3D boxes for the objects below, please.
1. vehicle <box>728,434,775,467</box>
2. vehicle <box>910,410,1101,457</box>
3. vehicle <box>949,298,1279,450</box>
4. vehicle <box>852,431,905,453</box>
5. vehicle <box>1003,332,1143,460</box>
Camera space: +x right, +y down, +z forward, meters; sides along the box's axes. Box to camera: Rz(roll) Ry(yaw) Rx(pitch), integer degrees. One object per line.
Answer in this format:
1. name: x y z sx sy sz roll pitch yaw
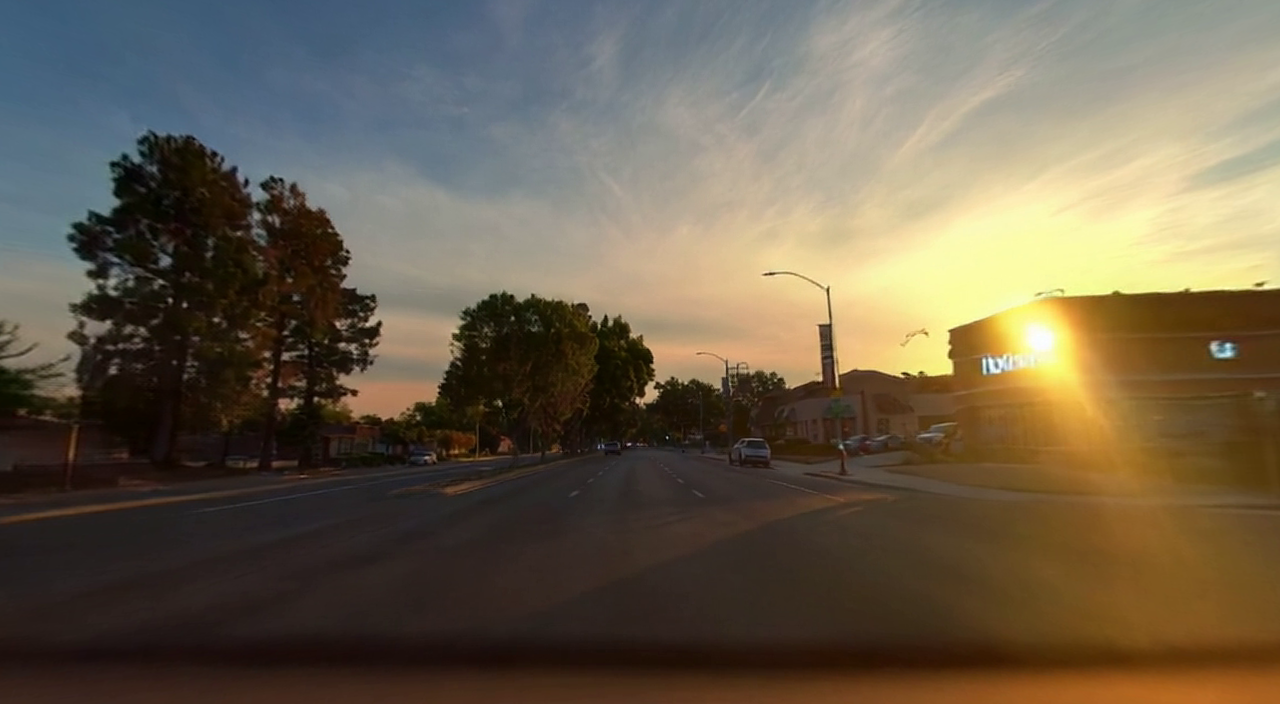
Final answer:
1. vehicle: 6.839 6.105 39.164 1.954 1.907 4.736 0 -8 -1
2. vehicle: 15.238 3.472 26.378 6.592 1.676 4.007 5 -10 -29
3. vehicle: 24.182 1.309 30.227 16.415 6.611 1.394 -5 -10 26
4. vehicle: 14.497 5.495 38.369 3.386 1.301 0.852 4 -9 -25
5. vehicle: 17.591 1.911 25.332 9.886 4.618 0.062 5 -10 -30
